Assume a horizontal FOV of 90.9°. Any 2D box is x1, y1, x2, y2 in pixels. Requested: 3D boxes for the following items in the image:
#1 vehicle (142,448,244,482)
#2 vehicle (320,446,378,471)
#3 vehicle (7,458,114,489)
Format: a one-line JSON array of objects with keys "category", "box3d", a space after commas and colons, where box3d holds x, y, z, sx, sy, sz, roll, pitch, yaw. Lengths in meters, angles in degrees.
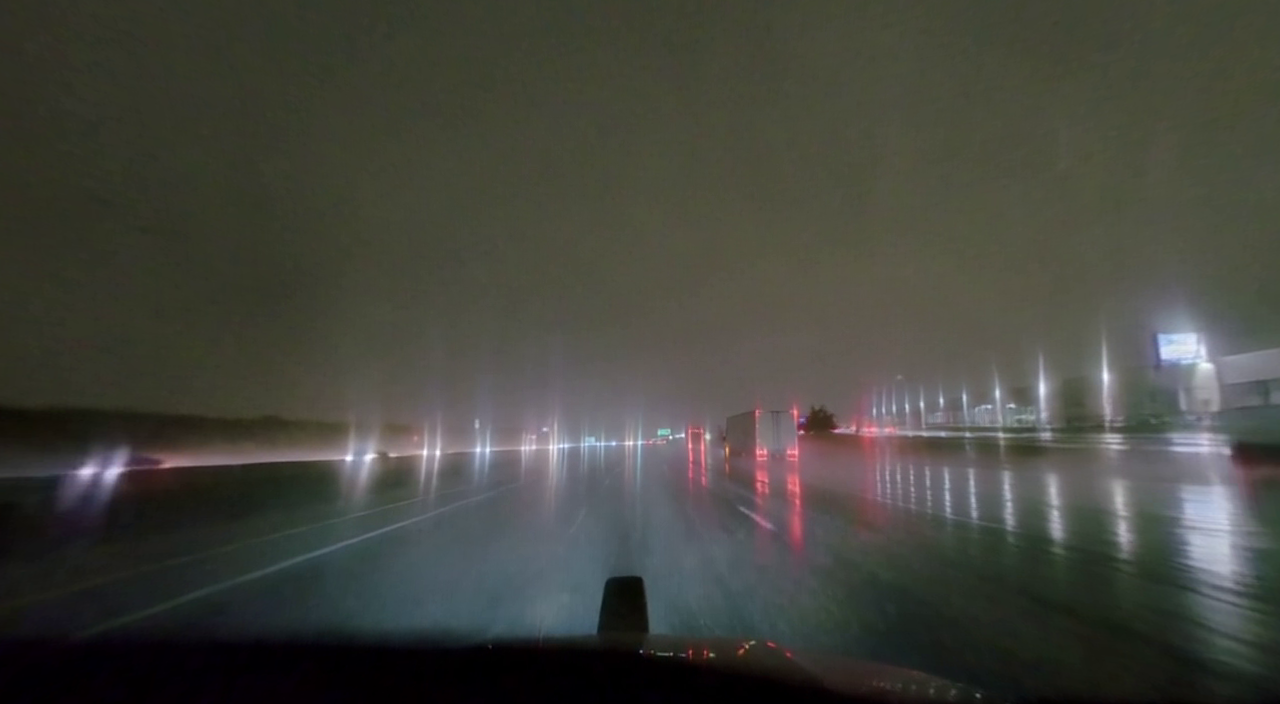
[{"category": "vehicle", "box3d": [-24.958, 6.295, 35.506, 2.030, 1.772, 4.969, 0, -8, 1]}, {"category": "vehicle", "box3d": [-21.357, 7.822, 46.519, 1.997, 1.681, 4.625, 0, -8, 1]}, {"category": "vehicle", "box3d": [-31.327, 6.535, 34.268, 1.823, 1.455, 4.167, 0, -8, 0]}]
